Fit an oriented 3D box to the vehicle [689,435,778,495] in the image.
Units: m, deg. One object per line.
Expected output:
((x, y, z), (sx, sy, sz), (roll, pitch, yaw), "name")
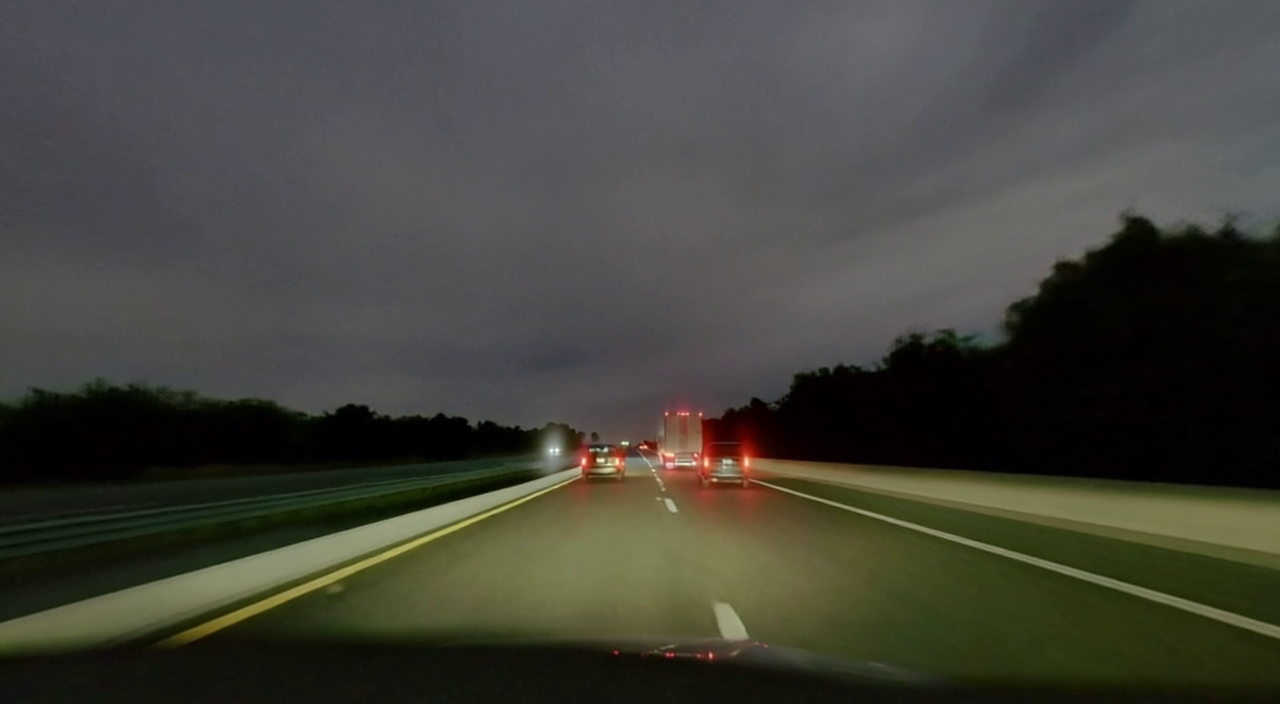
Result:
((2.861, 3.593, 20.206), (2.230, 1.715, 4.243), (0, -9, 0), "vehicle")

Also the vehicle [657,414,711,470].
((3.241, 7.082, 49.093), (3.143, 3.880, 10.117), (0, -9, -2), "vehicle")

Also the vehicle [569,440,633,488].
((-1.386, 4.309, 24.387), (2.181, 1.653, 4.691), (0, -9, 0), "vehicle")
